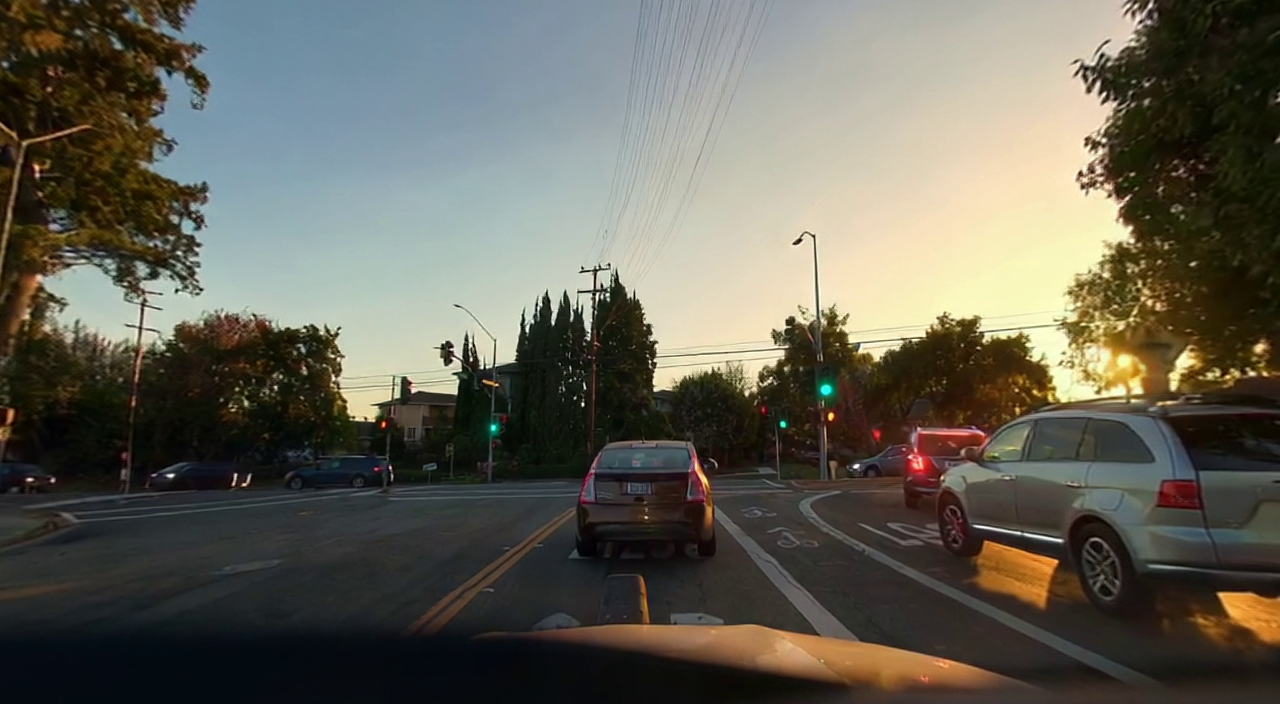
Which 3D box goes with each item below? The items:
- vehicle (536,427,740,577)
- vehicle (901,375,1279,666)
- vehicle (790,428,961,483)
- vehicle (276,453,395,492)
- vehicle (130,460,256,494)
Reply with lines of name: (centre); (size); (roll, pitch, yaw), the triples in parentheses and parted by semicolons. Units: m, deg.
vehicle: (0.039, 1.871, 8.765); (2.078, 1.506, 4.512); (0, -8, 2)
vehicle: (4.614, 1.417, 6.474); (2.095, 1.836, 4.895); (-1, -8, 5)
vehicle: (9.081, 4.054, 24.860); (5.857, 2.016, 2.273); (-1, -8, 7)
vehicle: (-13.806, 5.428, 28.683); (4.485, 1.625, 1.980); (-2, -9, 10)
vehicle: (-21.003, 5.844, 29.680); (4.736, 1.475, 1.921); (-2, -9, 9)
